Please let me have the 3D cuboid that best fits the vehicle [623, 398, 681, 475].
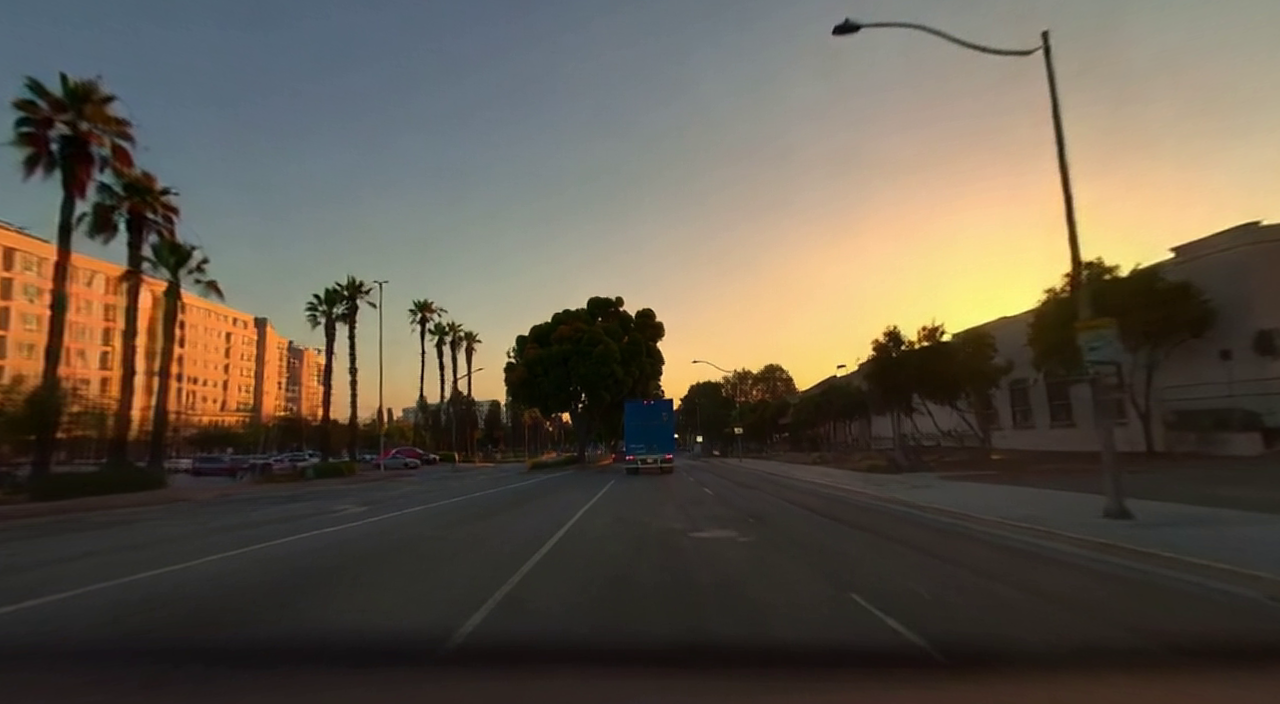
[{"bbox_3d":[0.483,5.259,38.472,2.992,3.949,11.815,0,-9,-1],"label":"vehicle"}]
